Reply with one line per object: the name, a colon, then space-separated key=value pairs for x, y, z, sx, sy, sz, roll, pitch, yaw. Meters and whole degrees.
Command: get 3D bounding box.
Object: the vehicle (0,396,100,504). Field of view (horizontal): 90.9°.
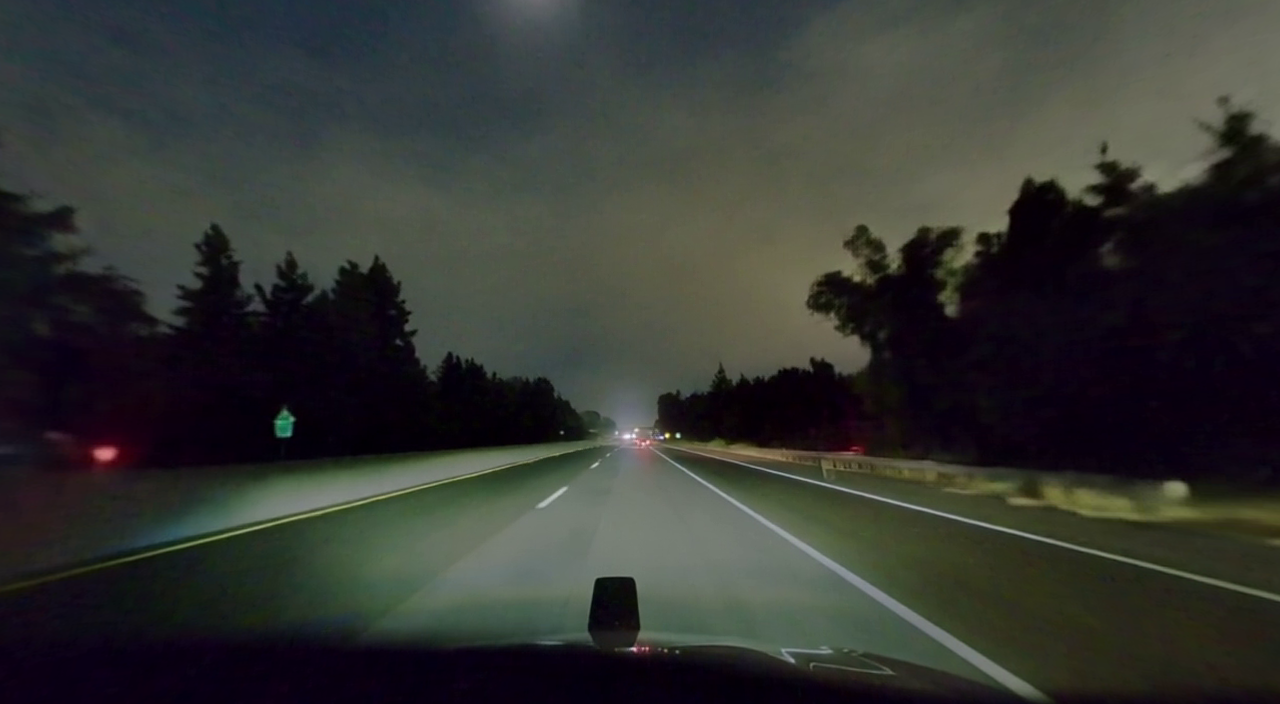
vehicle: x=-16.609 y=2.269 z=14.464 sx=2.461 sy=2.573 sz=6.713 roll=0 pitch=-8 yaw=0
